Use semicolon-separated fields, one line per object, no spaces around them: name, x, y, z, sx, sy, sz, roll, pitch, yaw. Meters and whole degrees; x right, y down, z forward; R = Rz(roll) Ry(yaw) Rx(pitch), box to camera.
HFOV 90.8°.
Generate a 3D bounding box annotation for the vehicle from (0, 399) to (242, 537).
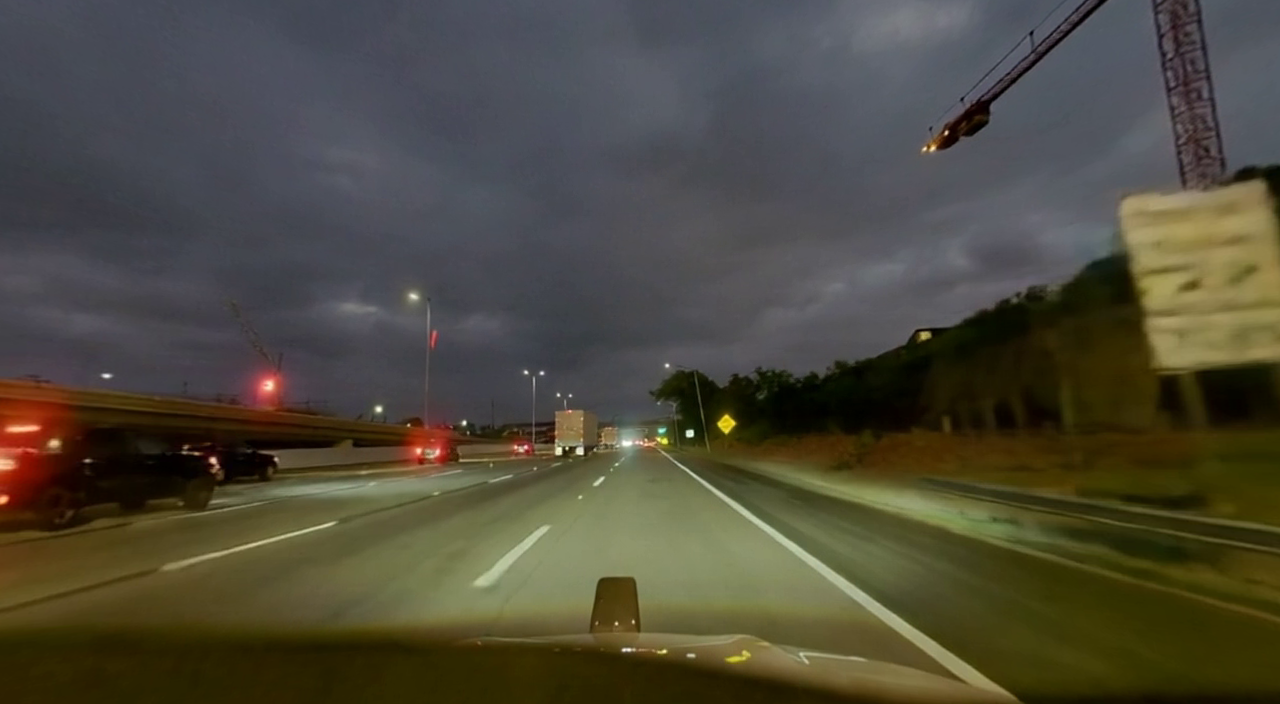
vehicle;-10.795;2.104;11.933;2.394;2.056;6.251;-1;-8;1
